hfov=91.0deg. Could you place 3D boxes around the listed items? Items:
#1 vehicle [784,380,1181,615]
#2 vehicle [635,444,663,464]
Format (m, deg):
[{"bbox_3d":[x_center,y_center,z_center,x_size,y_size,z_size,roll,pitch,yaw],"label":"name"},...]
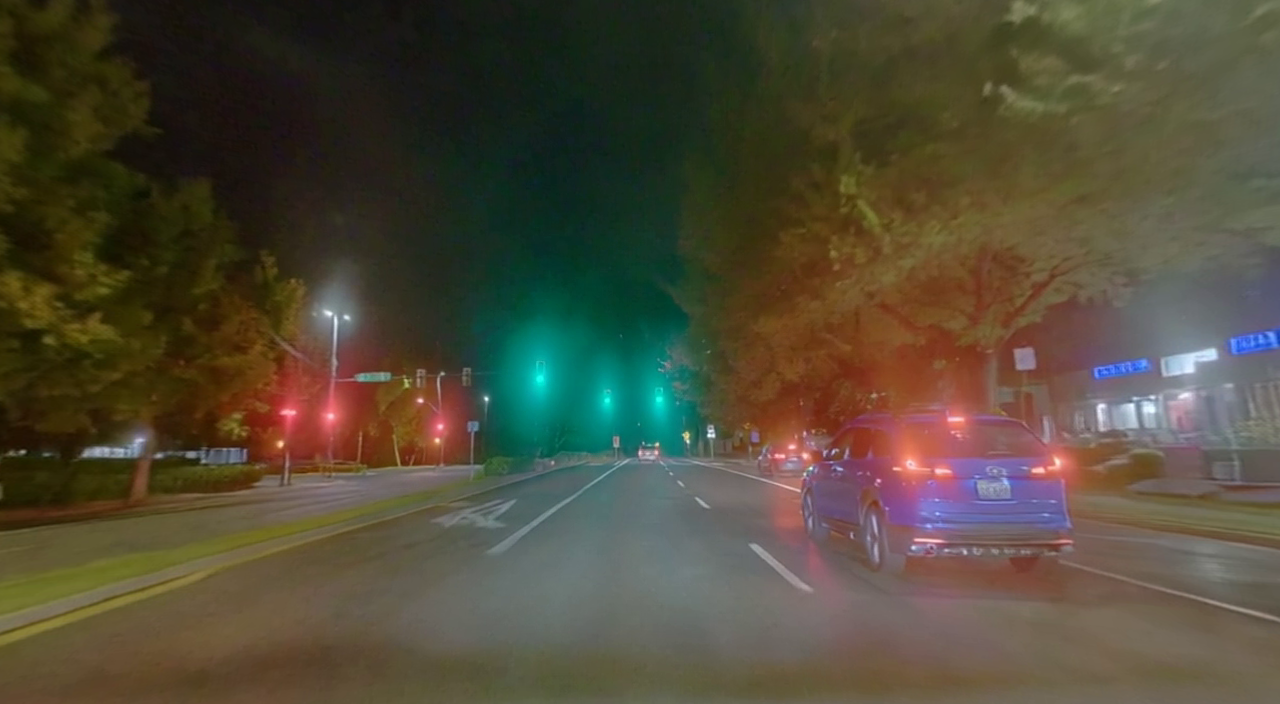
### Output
[{"bbox_3d":[3.238,1.473,7.268,2.033,1.865,4.360,0,-8,-1],"label":"vehicle"},{"bbox_3d":[0.711,7.936,49.055,2.131,1.474,4.146,0,-8,1],"label":"vehicle"}]
